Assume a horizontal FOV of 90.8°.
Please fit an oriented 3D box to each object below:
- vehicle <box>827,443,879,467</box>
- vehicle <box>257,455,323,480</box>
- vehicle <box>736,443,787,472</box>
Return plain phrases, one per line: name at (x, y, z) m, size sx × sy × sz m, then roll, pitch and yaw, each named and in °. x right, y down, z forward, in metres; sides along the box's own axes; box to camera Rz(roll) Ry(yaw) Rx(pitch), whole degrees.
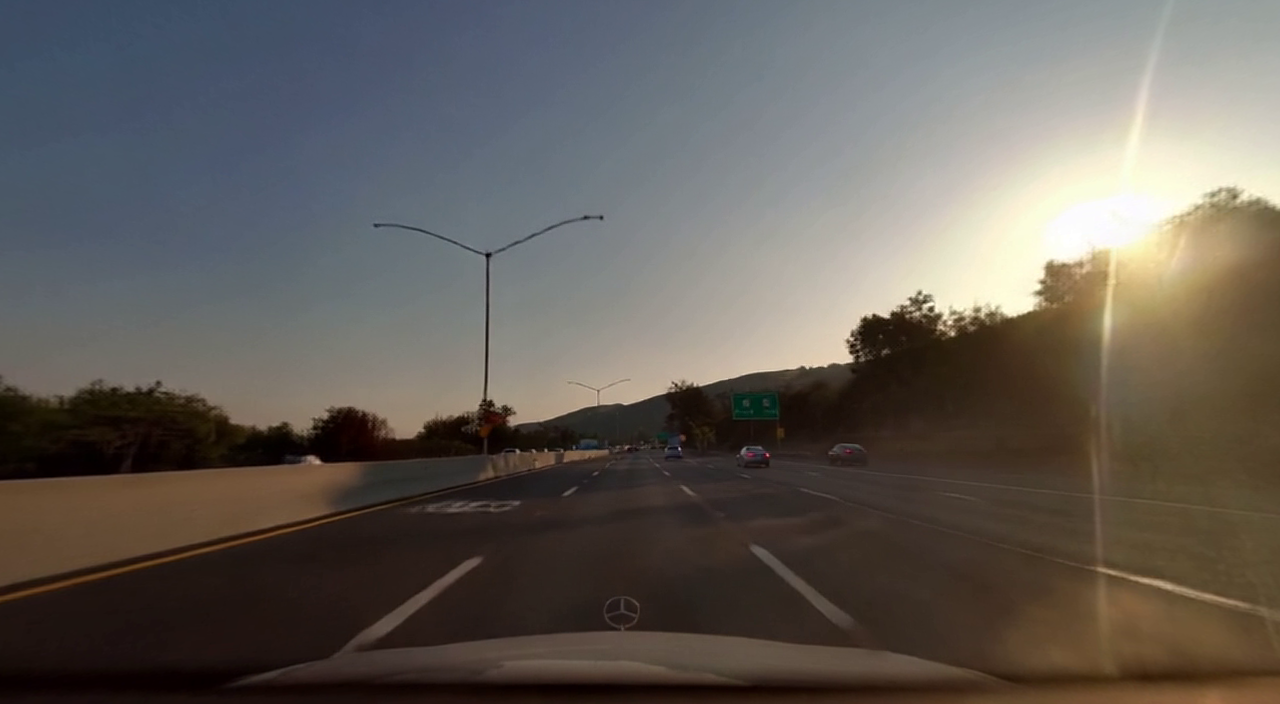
vehicle at (14.675, 7.103, 43.719) m, size 2.025 × 1.595 × 4.268 m, roll 0°, pitch -9°, yaw -1°
vehicle at (-22.023, 7.271, 39.963) m, size 1.714 × 1.388 × 4.329 m, roll 0°, pitch -8°, yaw 0°
vehicle at (6.765, 5.912, 35.557) m, size 2.038 × 1.528 × 3.910 m, roll 0°, pitch -9°, yaw -1°
